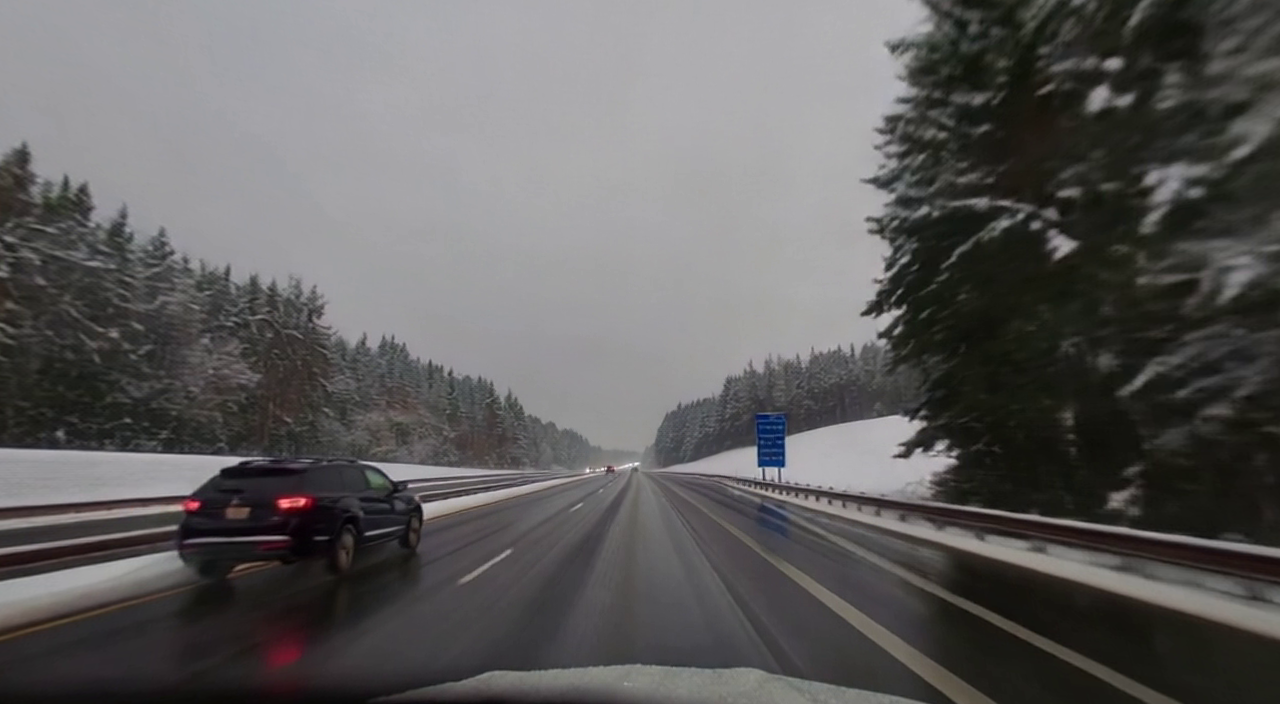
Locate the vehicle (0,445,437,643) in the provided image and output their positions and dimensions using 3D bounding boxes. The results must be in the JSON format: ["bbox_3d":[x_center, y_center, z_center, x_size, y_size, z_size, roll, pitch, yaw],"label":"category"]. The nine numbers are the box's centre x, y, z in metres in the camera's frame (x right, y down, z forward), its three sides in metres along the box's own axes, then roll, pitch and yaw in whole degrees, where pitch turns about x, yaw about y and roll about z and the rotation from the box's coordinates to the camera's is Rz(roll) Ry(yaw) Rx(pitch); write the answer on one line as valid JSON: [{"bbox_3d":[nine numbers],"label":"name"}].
[{"bbox_3d":[-4.170,1.869,7.112,2.183,1.435,4.653,1,-10,0],"label":"vehicle"}]
